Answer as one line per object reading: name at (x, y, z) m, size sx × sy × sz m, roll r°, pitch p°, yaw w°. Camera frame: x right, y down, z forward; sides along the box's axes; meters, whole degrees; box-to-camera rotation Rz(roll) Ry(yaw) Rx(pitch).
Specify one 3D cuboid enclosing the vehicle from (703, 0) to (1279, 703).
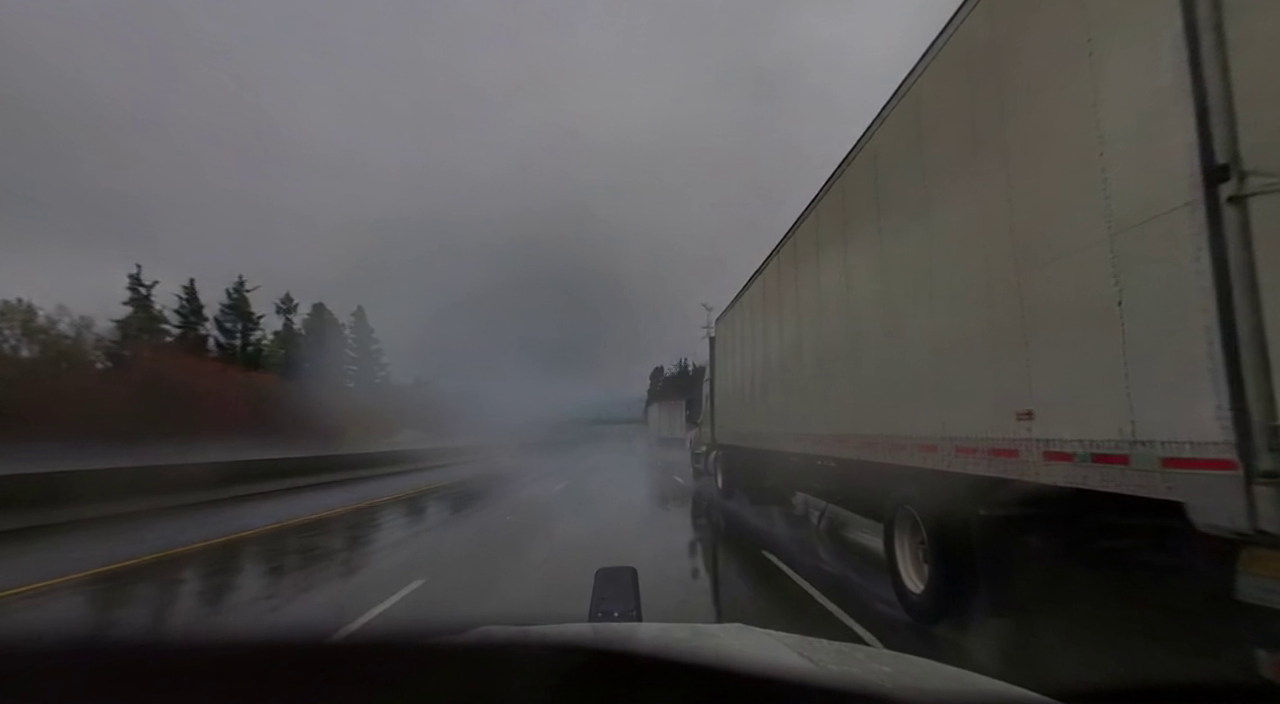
vehicle at (3.329, 0.464, 9.091) m, size 2.905 × 4.080 × 14.157 m, roll 0°, pitch -8°, yaw -2°
